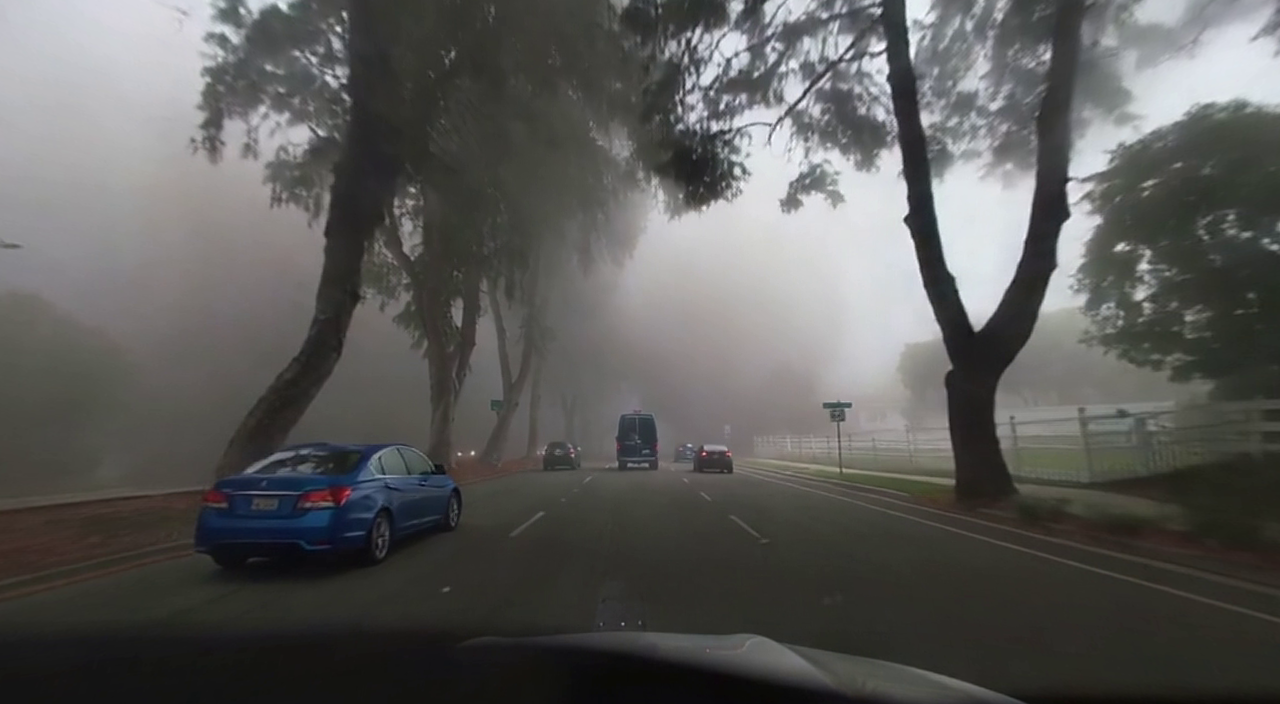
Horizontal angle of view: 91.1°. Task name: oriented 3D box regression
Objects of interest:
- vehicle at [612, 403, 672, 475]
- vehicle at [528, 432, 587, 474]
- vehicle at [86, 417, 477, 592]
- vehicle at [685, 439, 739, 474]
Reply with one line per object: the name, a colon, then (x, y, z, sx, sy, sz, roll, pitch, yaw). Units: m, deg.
vehicle: (-0.010, 3.763, 27.090, 2.311, 2.726, 5.814, 1, -8, -2)
vehicle: (-3.593, 4.503, 28.242, 2.021, 1.715, 4.329, 0, -8, 1)
vehicle: (-3.675, 1.633, 7.737, 2.036, 1.474, 4.647, 0, -8, 0)
vehicle: (3.259, 4.823, 29.291, 1.945, 1.469, 4.258, 0, -8, -1)
